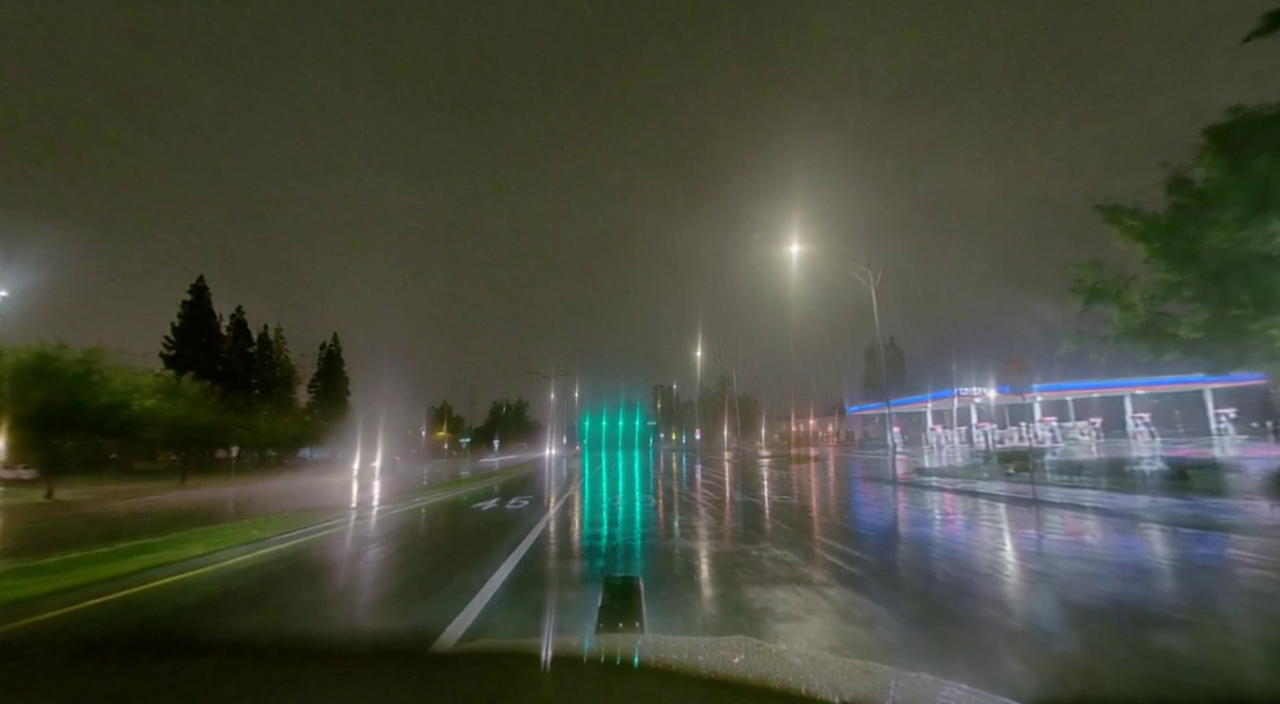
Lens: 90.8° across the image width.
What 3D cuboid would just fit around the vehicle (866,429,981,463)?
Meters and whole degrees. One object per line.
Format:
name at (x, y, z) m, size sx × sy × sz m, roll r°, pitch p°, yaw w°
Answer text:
vehicle at (13.512, 4.516, 30.287) m, size 4.548 × 1.568 × 1.953 m, roll 0°, pitch -9°, yaw -2°

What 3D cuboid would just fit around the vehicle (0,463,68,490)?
vehicle at (-39.288, 7.876, 39.934) m, size 1.828 × 1.534 × 4.790 m, roll -2°, pitch -9°, yaw -2°

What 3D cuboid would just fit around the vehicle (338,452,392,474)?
vehicle at (-20.071, 8.101, 46.330) m, size 1.927 × 1.497 × 4.393 m, roll 0°, pitch -8°, yaw 1°
